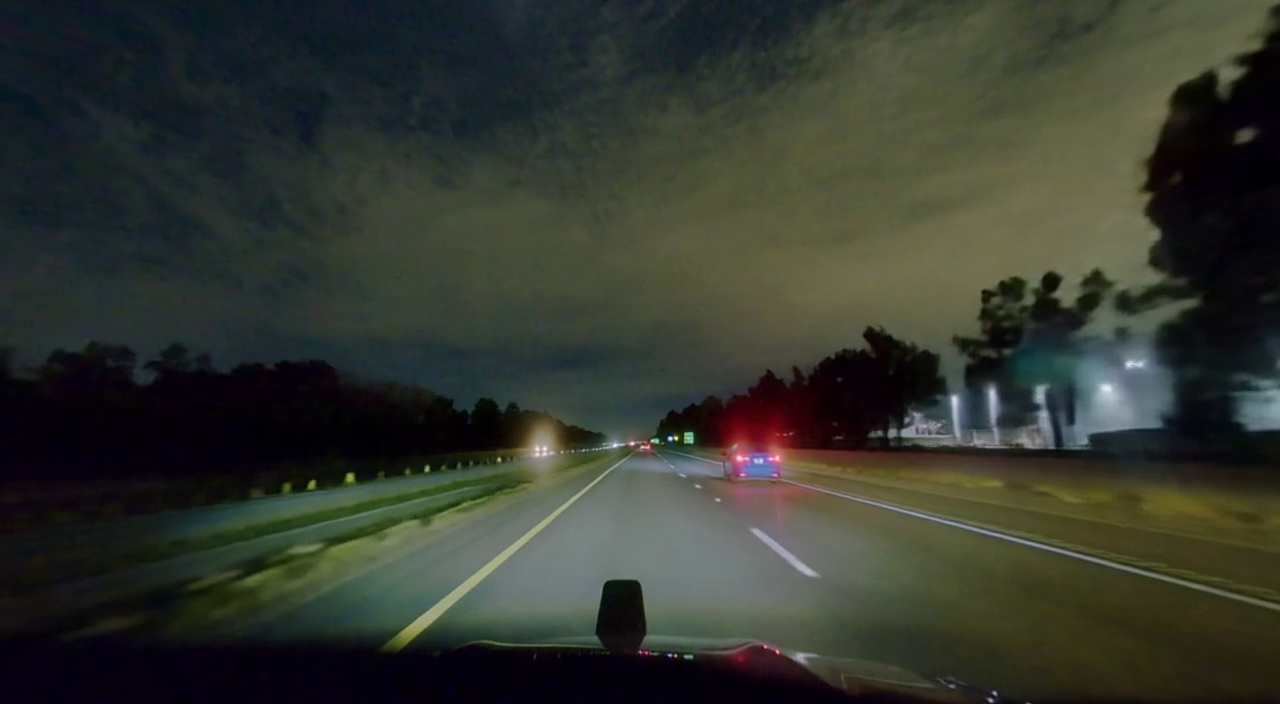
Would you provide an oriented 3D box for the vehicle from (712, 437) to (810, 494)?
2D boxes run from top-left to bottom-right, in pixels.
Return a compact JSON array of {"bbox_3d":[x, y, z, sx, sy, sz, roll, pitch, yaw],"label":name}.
[{"bbox_3d":[3.520,3.378,19.091,2.079,1.531,3.997,0,-8,-1],"label":"vehicle"}]
